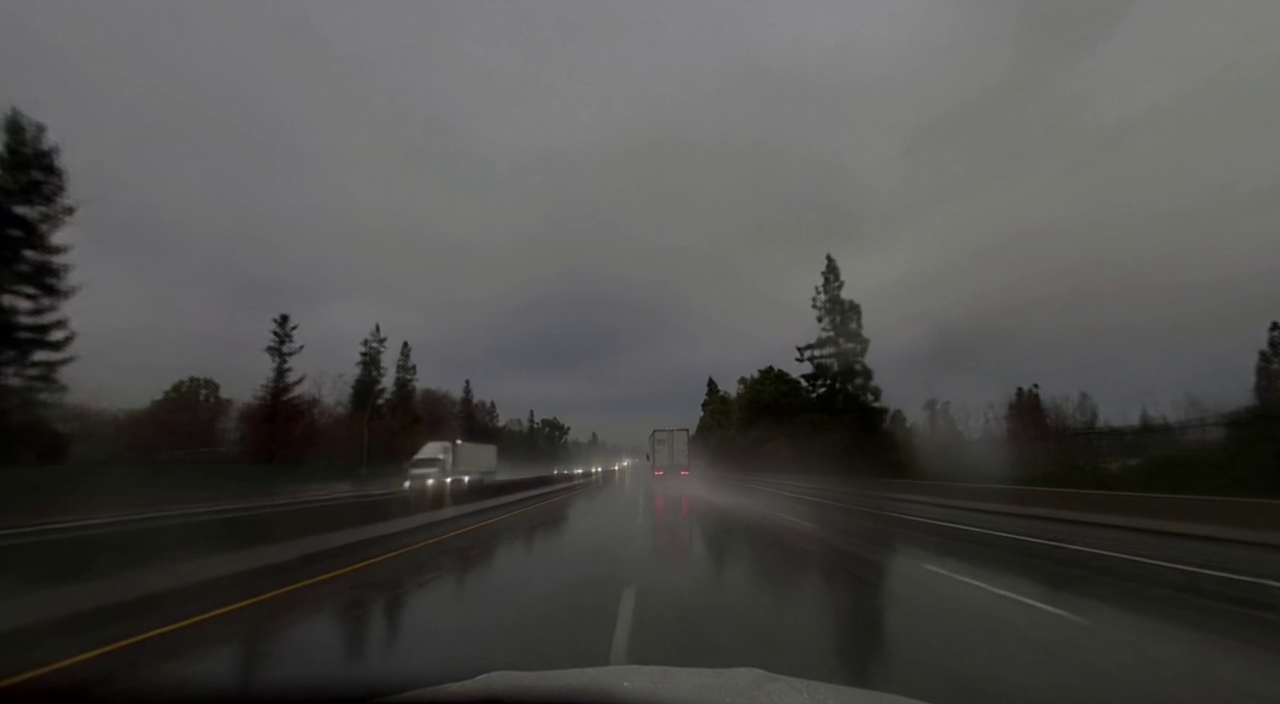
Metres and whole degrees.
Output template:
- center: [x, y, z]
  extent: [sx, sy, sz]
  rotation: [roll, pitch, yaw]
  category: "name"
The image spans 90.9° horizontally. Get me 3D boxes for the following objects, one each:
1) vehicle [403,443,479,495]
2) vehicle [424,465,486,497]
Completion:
- center: [-13.545, 8.077, 43.702]
  extent: [2.739, 3.258, 7.223]
  rotation: [0, -10, 1]
  category: "vehicle"
- center: [-9.510, 6.653, 32.732]
  extent: [1.910, 1.539, 4.131]
  rotation: [0, -10, 1]
  category: "vehicle"
